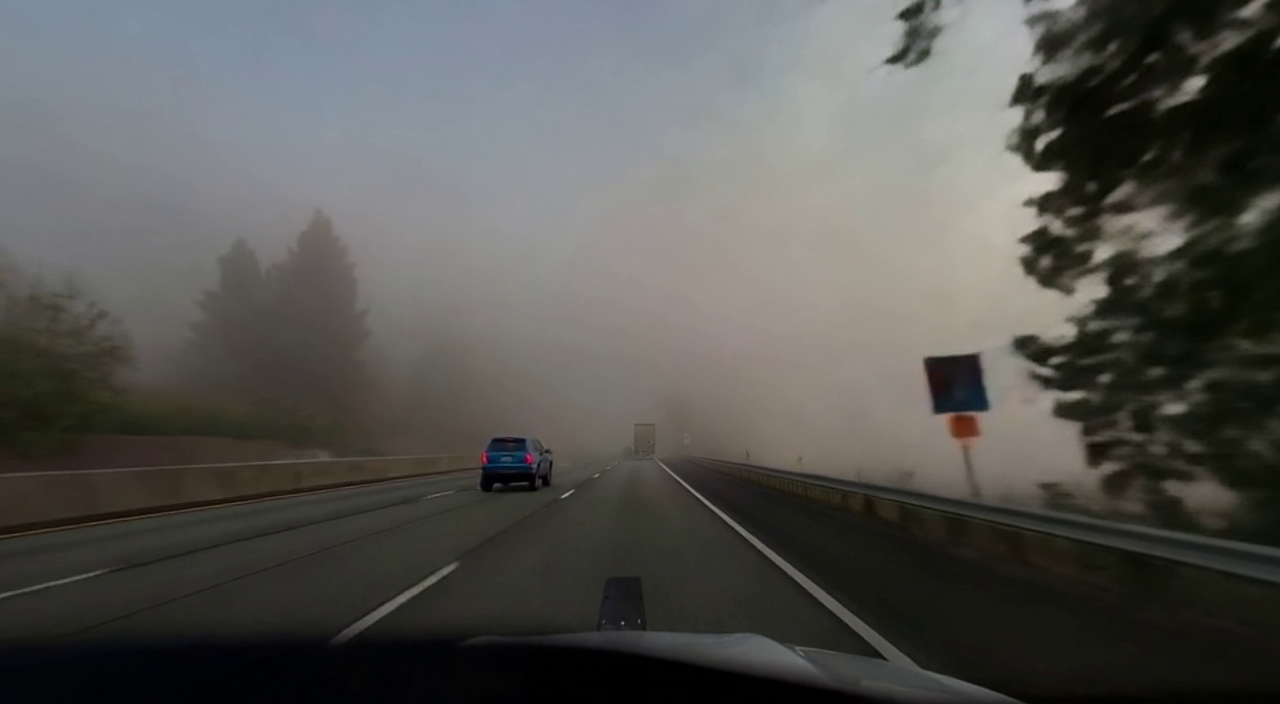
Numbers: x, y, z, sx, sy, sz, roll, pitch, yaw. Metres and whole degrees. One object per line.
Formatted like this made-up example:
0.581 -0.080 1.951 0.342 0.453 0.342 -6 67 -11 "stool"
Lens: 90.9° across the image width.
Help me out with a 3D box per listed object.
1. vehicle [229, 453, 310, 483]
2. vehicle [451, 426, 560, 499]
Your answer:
-20.164 6.319 34.556 1.810 1.467 4.286 -1 -9 0 "vehicle"
-3.897 3.336 19.367 2.124 1.888 5.226 0 -9 1 "vehicle"
